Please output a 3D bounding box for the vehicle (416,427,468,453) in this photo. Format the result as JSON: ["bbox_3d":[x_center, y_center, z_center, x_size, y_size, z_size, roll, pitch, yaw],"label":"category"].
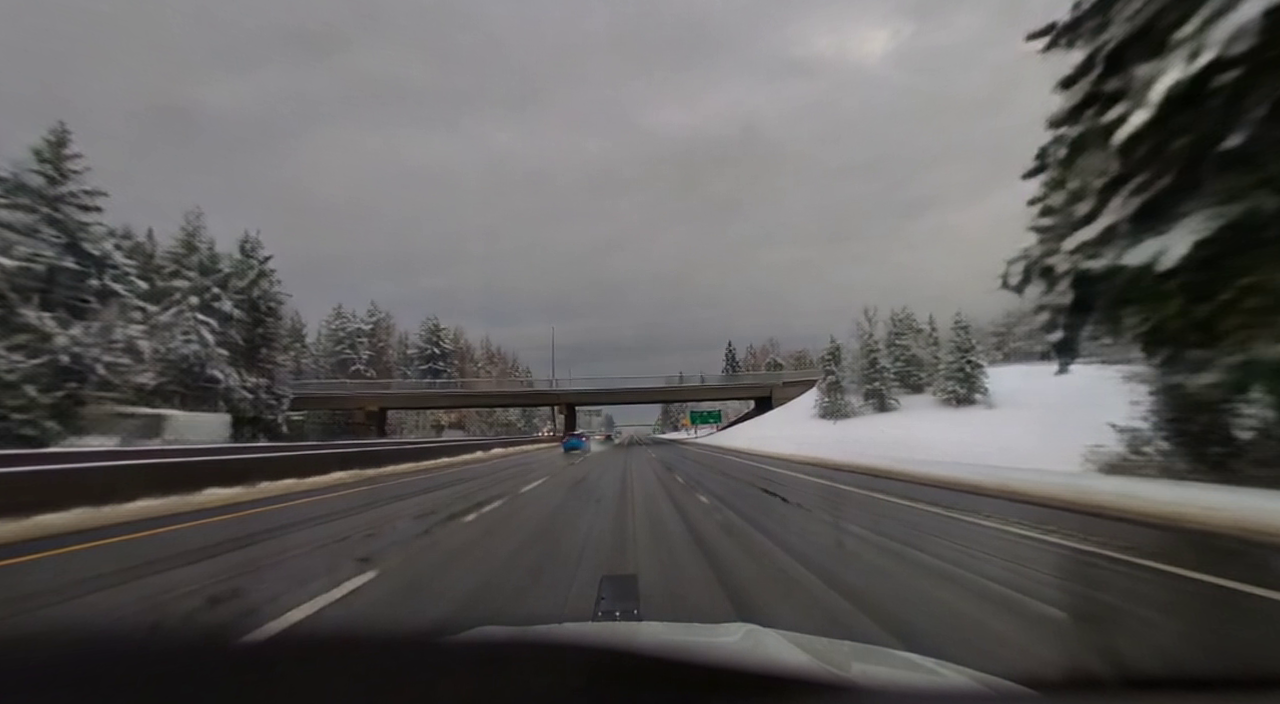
[{"bbox_3d":[-13.422,5.983,43.107,1.945,1.658,4.898,0,-7,0],"label":"vehicle"}]

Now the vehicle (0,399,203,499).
[{"bbox_3d":[-13.506,2.257,15.095,2.341,1.969,5.181,0,-7,0],"label":"vehicle"}]

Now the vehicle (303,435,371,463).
[{"bbox_3d":[-17.984,5.721,37.604,1.936,1.552,4.209,0,-7,0],"label":"vehicle"}]

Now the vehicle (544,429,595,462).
[{"bbox_3d":[-3.648,4.906,33.441,2.086,1.624,4.607,0,-8,1],"label":"vehicle"}]
